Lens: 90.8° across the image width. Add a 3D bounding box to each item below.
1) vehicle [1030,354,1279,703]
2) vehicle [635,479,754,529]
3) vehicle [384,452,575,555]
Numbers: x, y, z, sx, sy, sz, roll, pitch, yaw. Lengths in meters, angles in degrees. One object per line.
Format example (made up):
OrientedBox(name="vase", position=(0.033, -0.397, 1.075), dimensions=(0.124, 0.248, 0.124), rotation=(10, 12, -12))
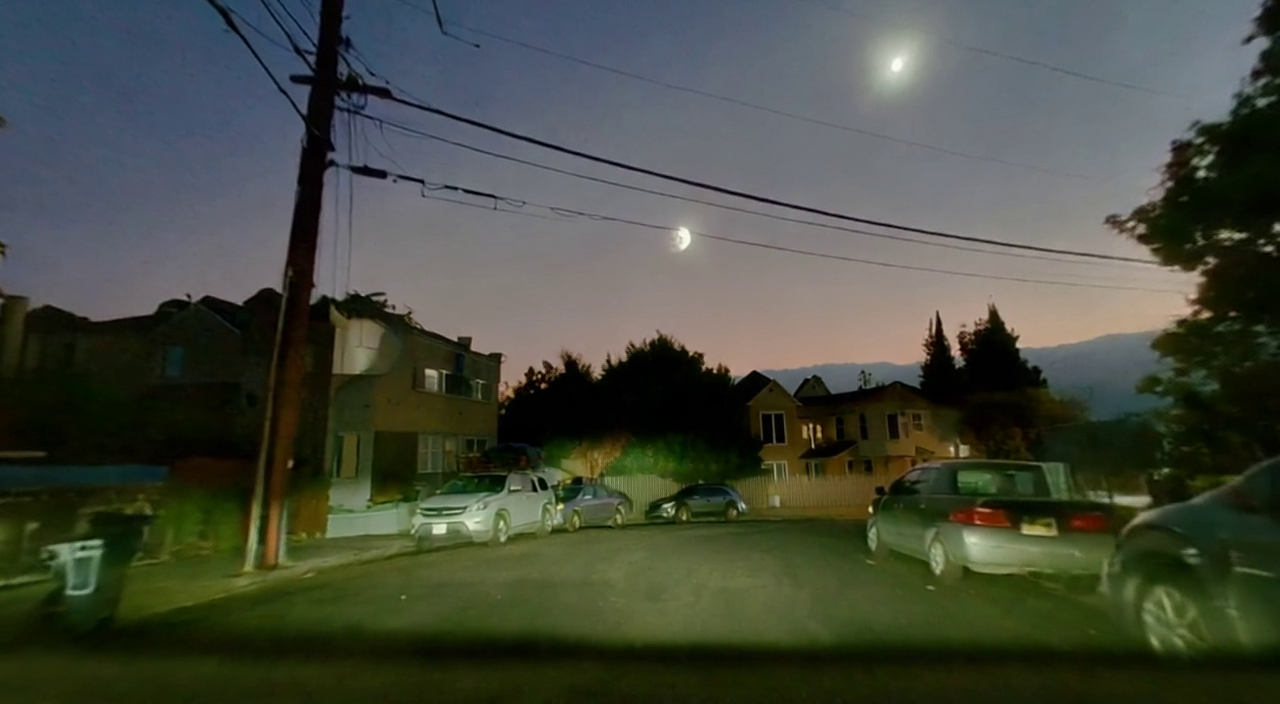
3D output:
OrientedBox(name="vehicle", position=(3.930, 0.908, 2.449), dimensions=(1.899, 1.877, 4.668), rotation=(1, -7, 1))
OrientedBox(name="vehicle", position=(2.144, 5.790, 24.418), dimensions=(4.217, 1.547, 2.082), rotation=(6, -10, -35))
OrientedBox(name="vehicle", position=(-3.165, 3.211, 13.835), dimensions=(2.247, 1.702, 5.043), rotation=(-5, -12, 8))
